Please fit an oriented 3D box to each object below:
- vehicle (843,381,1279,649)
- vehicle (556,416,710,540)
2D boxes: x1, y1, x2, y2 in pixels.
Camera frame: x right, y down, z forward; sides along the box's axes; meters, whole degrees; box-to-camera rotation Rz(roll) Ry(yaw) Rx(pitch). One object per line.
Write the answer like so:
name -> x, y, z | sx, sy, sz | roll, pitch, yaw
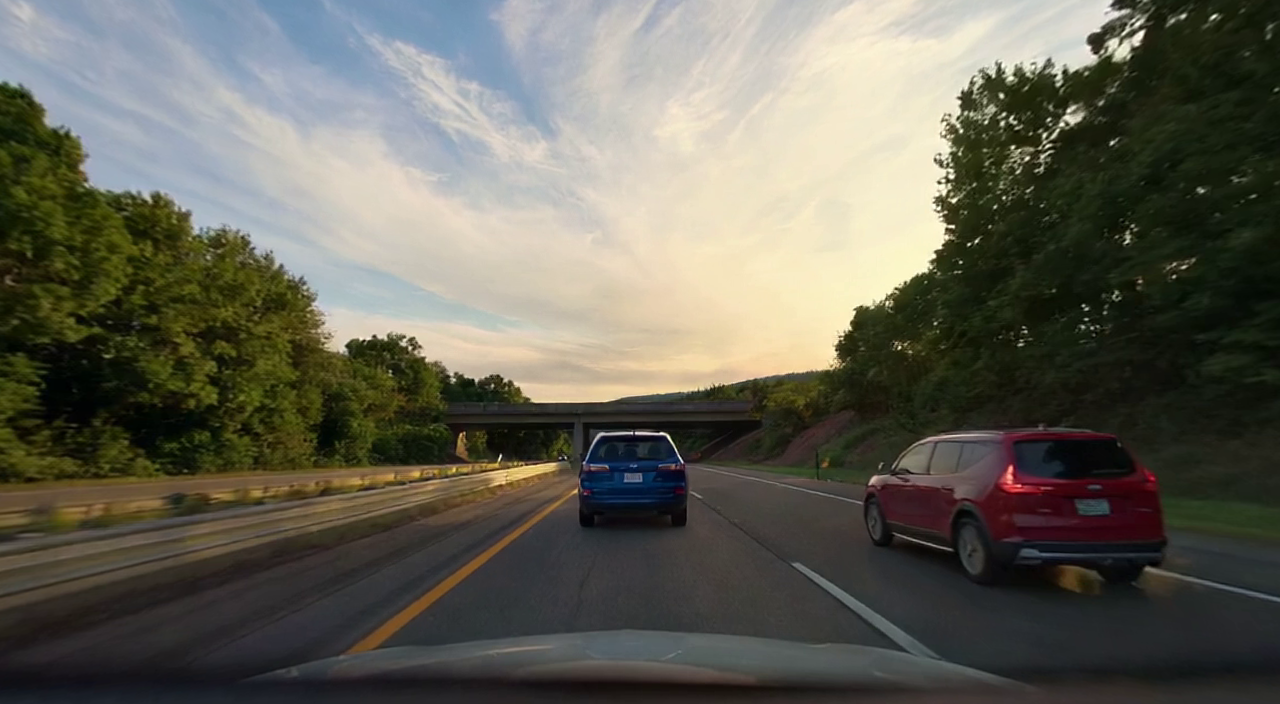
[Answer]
vehicle -> 3.960, 1.439, 6.577 | 2.043, 1.767, 4.620 | 0, -9, -1
vehicle -> -0.123, 2.201, 11.480 | 2.288, 1.823, 4.059 | 0, -9, -1
